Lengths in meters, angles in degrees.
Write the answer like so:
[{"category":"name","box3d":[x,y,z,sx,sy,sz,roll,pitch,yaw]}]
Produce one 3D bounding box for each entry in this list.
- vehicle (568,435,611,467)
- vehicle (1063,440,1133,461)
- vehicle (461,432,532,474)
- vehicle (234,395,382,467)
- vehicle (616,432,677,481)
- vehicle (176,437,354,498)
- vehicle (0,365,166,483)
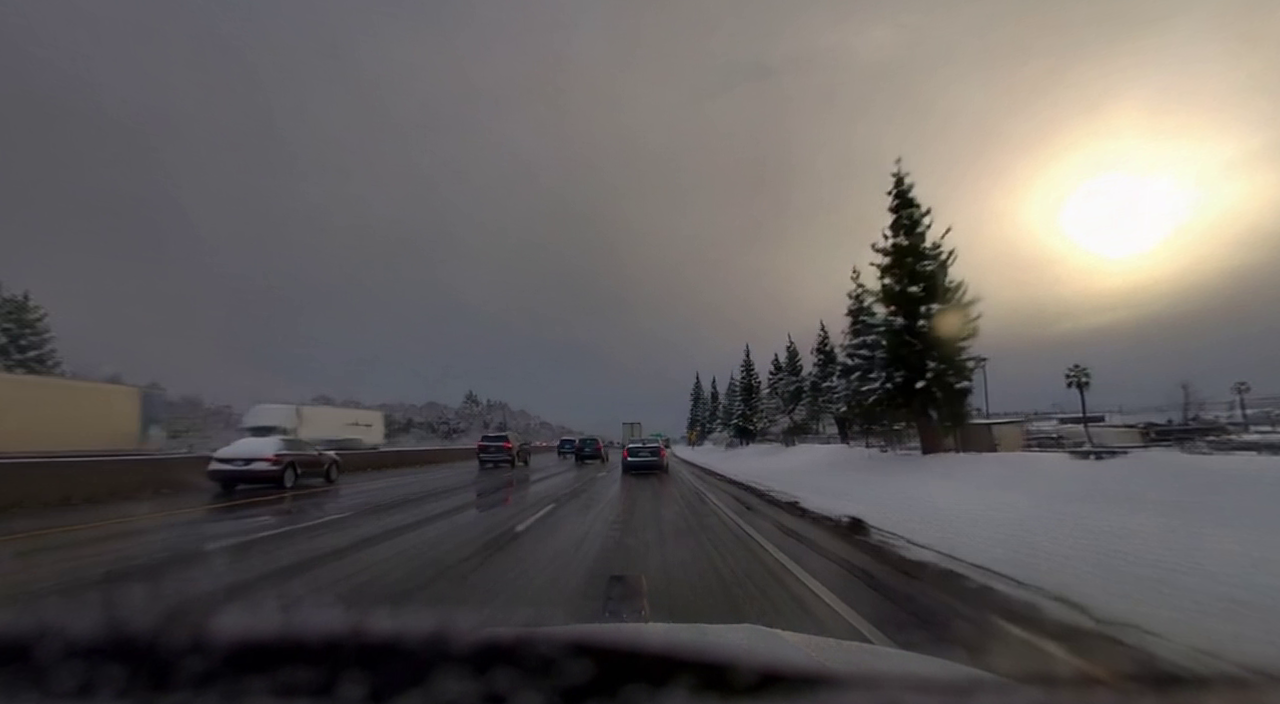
[{"category":"vehicle","box3d":[-3.006,6.001,38.393,2.108,1.832,4.549,-1,-8,2]},{"category":"vehicle","box3d":[35.369,7.598,48.880,1.855,1.490,4.704,0,-8,0]},{"category":"vehicle","box3d":[-6.673,4.747,29.871,2.105,1.790,4.689,-1,-8,2]},{"category":"vehicle","box3d":[-19.984,5.008,39.245,2.950,3.847,11.043,0,-8,1]},{"category":"vehicle","box3d":[0.252,3.964,24.171,2.136,1.678,4.052,0,-8,1]},{"category":"vehicle","box3d":[-10.443,3.231,18.158,1.910,1.501,5.004,-1,-8,2]},{"category":"vehicle","box3d":[-24.020,2.451,21.574,2.888,4.123,16.307,0,-8,1]}]
